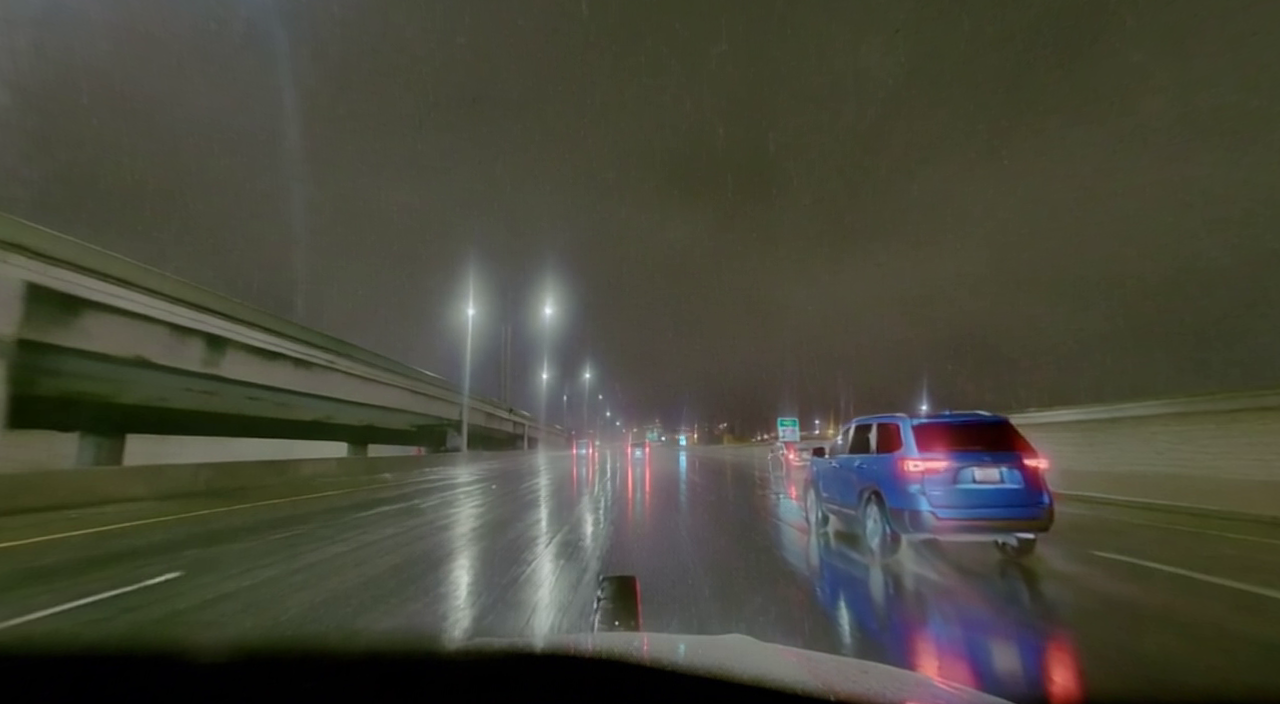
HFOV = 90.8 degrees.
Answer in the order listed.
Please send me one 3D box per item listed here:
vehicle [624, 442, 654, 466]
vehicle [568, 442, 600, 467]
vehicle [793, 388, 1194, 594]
[{"bbox_3d":[-0.129,7.561,47.084,2.132,1.657,3.967,0,-8,-2],"label":"vehicle"},{"bbox_3d":[-3.984,7.339,45.456,2.000,1.646,4.201,0,-8,-1],"label":"vehicle"},{"bbox_3d":[3.772,1.591,8.135,2.288,1.841,4.779,0,-8,-1],"label":"vehicle"}]
